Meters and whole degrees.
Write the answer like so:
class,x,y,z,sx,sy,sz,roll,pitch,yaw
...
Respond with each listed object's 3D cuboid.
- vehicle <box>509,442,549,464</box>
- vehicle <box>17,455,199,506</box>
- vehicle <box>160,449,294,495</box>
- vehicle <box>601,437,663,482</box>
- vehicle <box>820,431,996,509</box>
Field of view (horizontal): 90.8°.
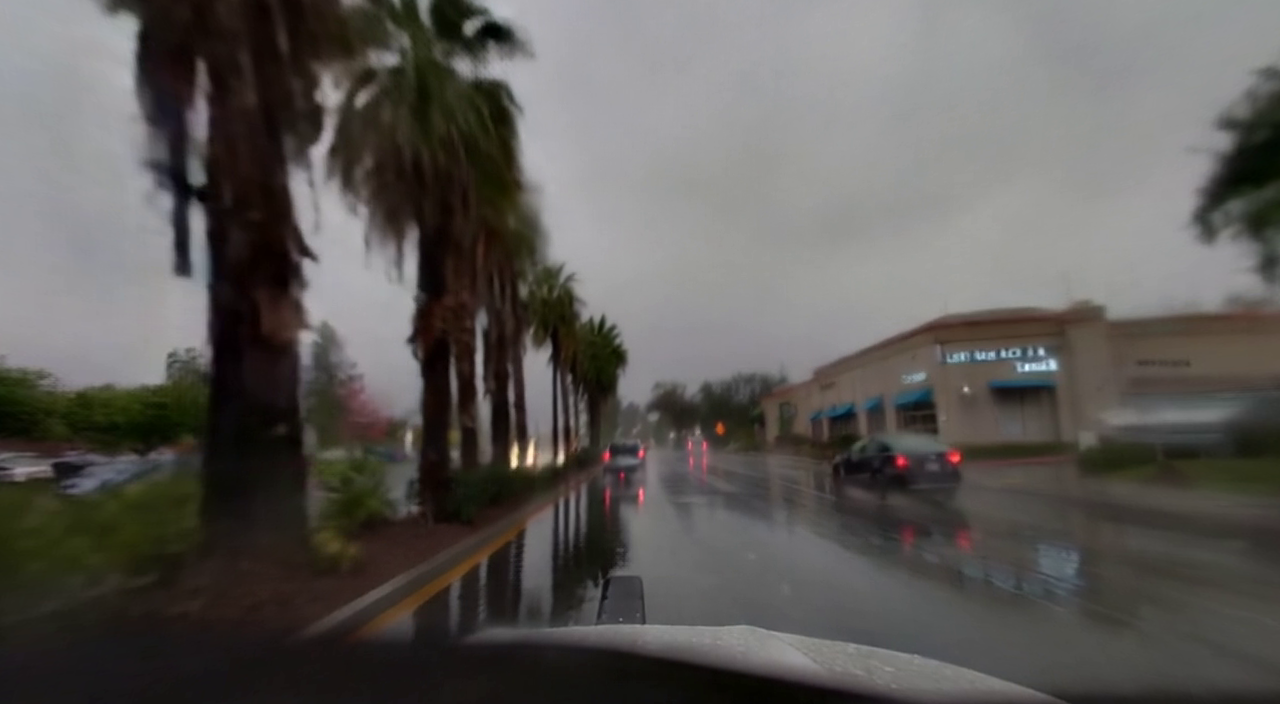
class,x,y,z,sx,sy,sz,roll,pitch,yaw
vehicle,-8.367,7.663,48.137,2.049,1.543,5.131,0,-9,0
vehicle,-18.461,4.420,22.243,1.968,1.524,4.390,-3,-9,20
vehicle,-14.986,4.339,23.274,2.015,1.509,4.295,0,-9,0
vehicle,-0.308,3.998,23.734,2.106,1.496,3.964,0,-9,-1
vehicle,6.319,2.842,15.677,2.244,1.618,4.585,0,-9,-1
